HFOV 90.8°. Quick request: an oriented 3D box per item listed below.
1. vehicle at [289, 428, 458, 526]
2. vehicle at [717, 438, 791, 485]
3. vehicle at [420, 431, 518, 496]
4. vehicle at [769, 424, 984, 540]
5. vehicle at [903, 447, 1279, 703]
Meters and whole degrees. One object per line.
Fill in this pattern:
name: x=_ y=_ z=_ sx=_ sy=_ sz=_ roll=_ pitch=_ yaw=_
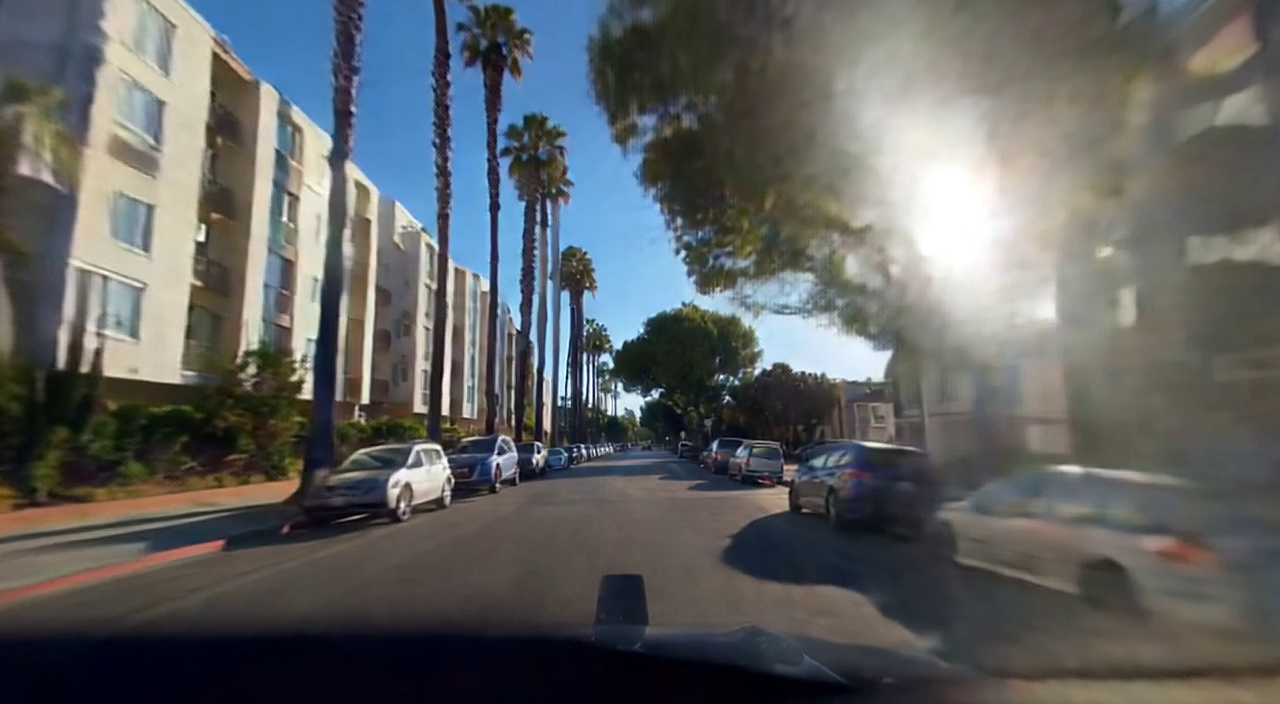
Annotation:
vehicle: x=-5.742 y=2.713 z=14.349 sx=1.947 sy=1.806 sz=4.413 roll=2 pitch=-8 yaw=-1
vehicle: x=4.546 y=4.433 z=26.000 sx=2.220 sy=1.738 sz=4.800 roll=0 pitch=-8 yaw=0
vehicle: x=-5.533 y=3.634 z=21.106 sx=2.087 sy=1.896 sz=4.554 roll=0 pitch=-8 yaw=-1
vehicle: x=4.212 y=2.401 z=12.401 sx=2.201 sy=1.787 sz=5.007 roll=0 pitch=-8 yaw=-1
vehicle: x=4.375 y=1.602 z=5.780 sx=1.909 sy=1.449 sz=4.513 roll=0 pitch=-8 yaw=-1
